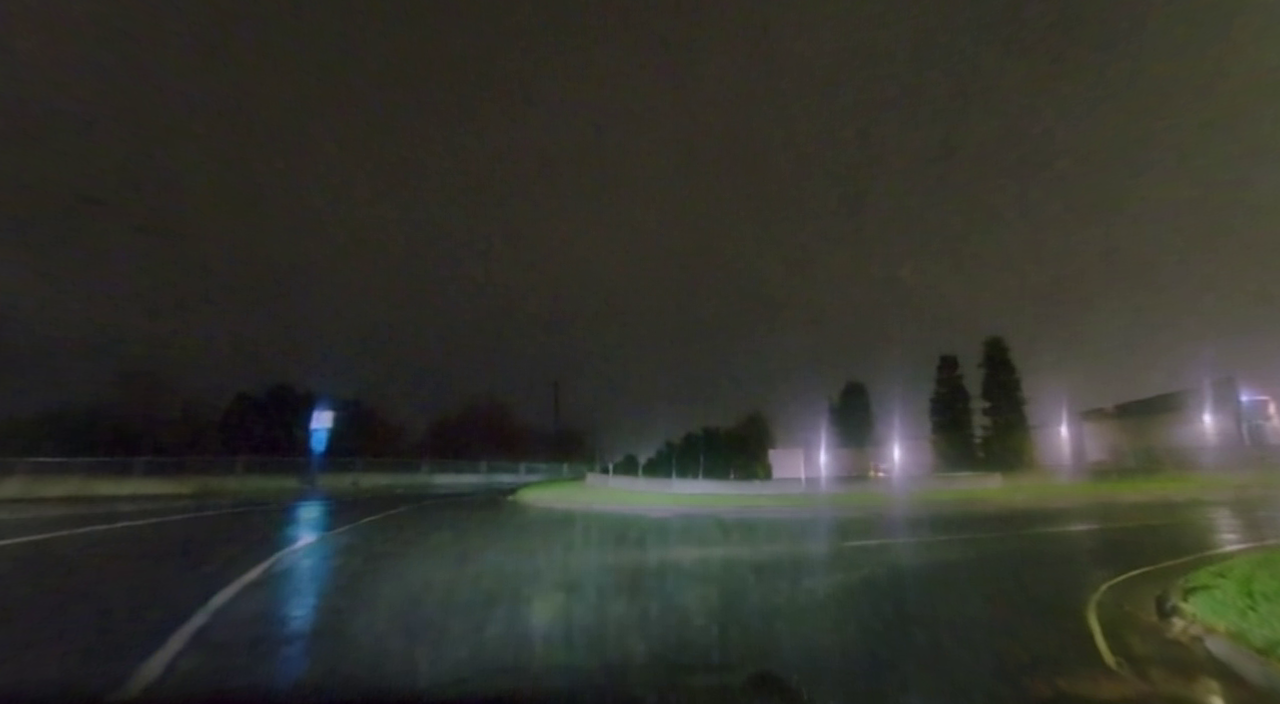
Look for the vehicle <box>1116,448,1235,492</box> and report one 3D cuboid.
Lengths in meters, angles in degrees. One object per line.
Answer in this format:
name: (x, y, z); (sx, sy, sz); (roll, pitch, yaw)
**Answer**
vehicle: (21.629, 4.838, 25.681); (1.944, 1.608, 3.715); (-1, -12, 10)
